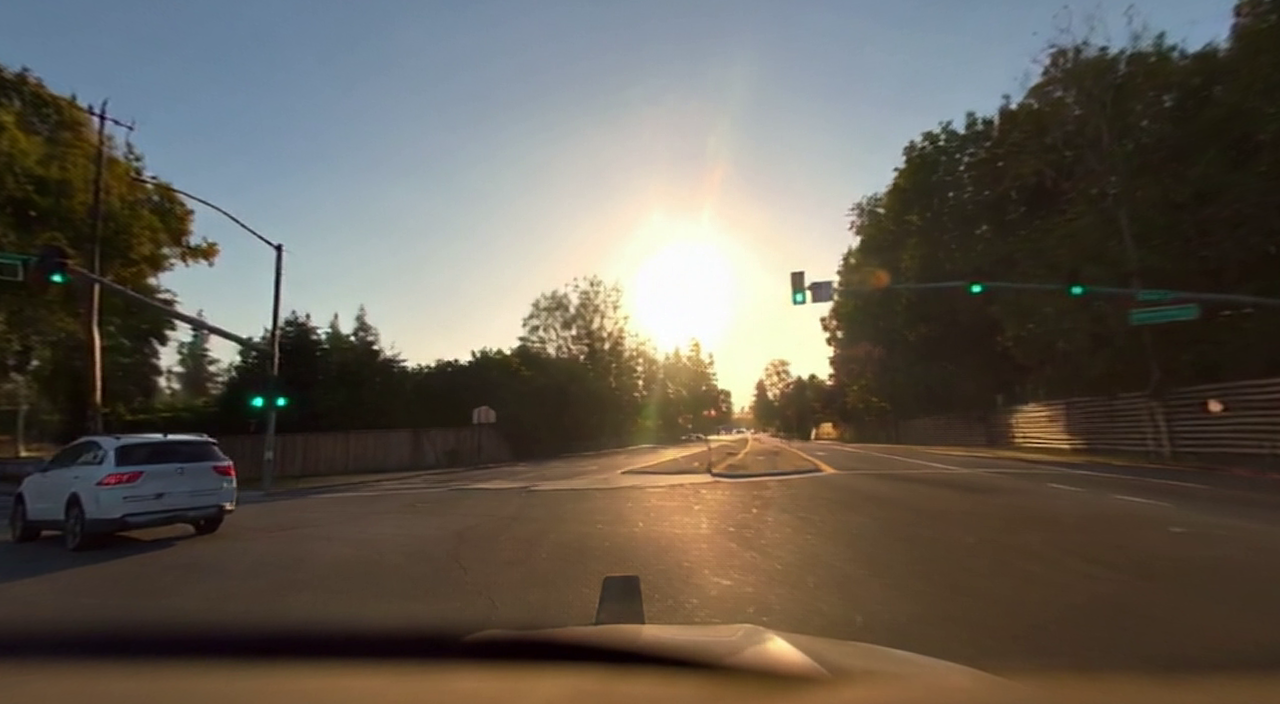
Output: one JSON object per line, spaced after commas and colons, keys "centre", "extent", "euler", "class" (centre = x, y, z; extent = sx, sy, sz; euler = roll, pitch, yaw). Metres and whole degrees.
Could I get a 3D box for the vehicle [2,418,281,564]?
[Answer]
{"centre": [-8.174, 2.075, 10.278], "extent": [4.580, 1.827, 2.230], "euler": [-6, -10, 35], "class": "vehicle"}
